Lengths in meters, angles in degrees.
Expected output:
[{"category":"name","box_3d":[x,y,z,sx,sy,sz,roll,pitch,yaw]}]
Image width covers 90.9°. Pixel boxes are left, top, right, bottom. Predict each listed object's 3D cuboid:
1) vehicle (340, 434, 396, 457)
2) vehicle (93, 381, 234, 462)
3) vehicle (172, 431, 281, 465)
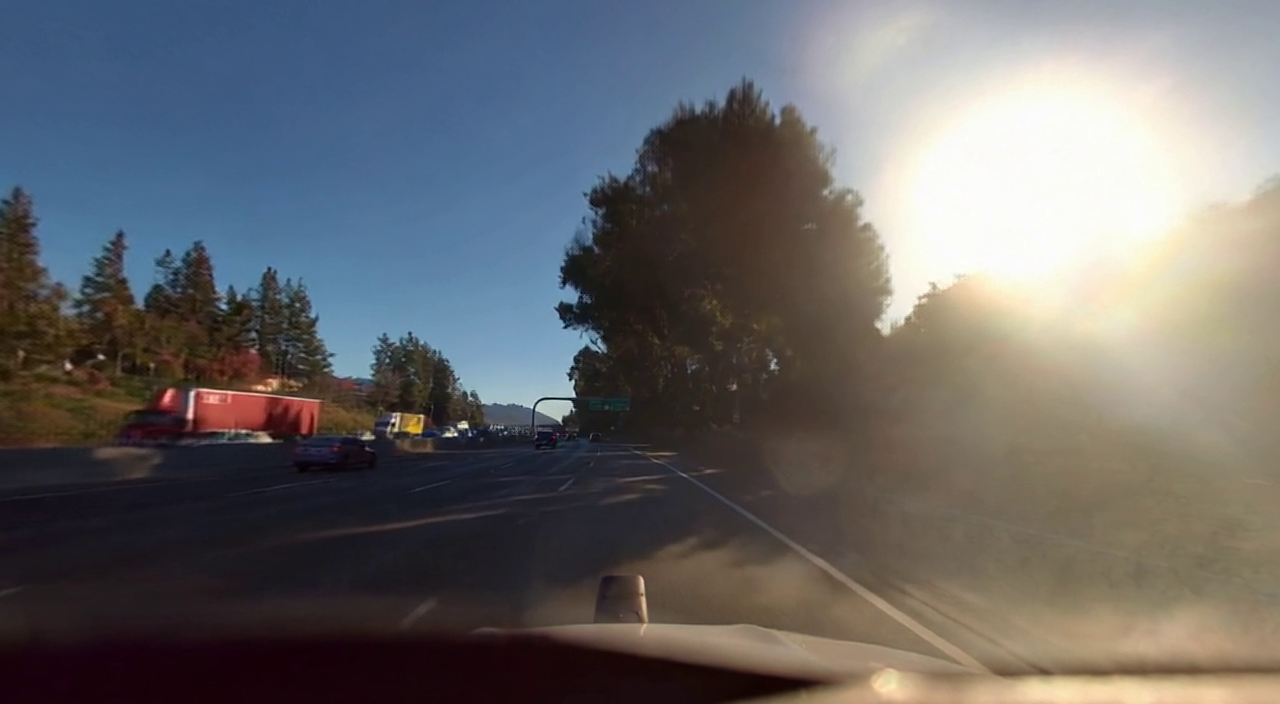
[{"category":"vehicle","box_3d":[-18.189,6.263,42.347,1.886,1.449,4.405,0,-8,-1]},{"category":"vehicle","box_3d":[-25.672,3.846,34.395,2.991,3.997,5.882,0,-8,-2]},{"category":"vehicle","box_3d":[-18.239,4.250,28.118,1.982,1.414,4.336,0,-8,-1]}]
